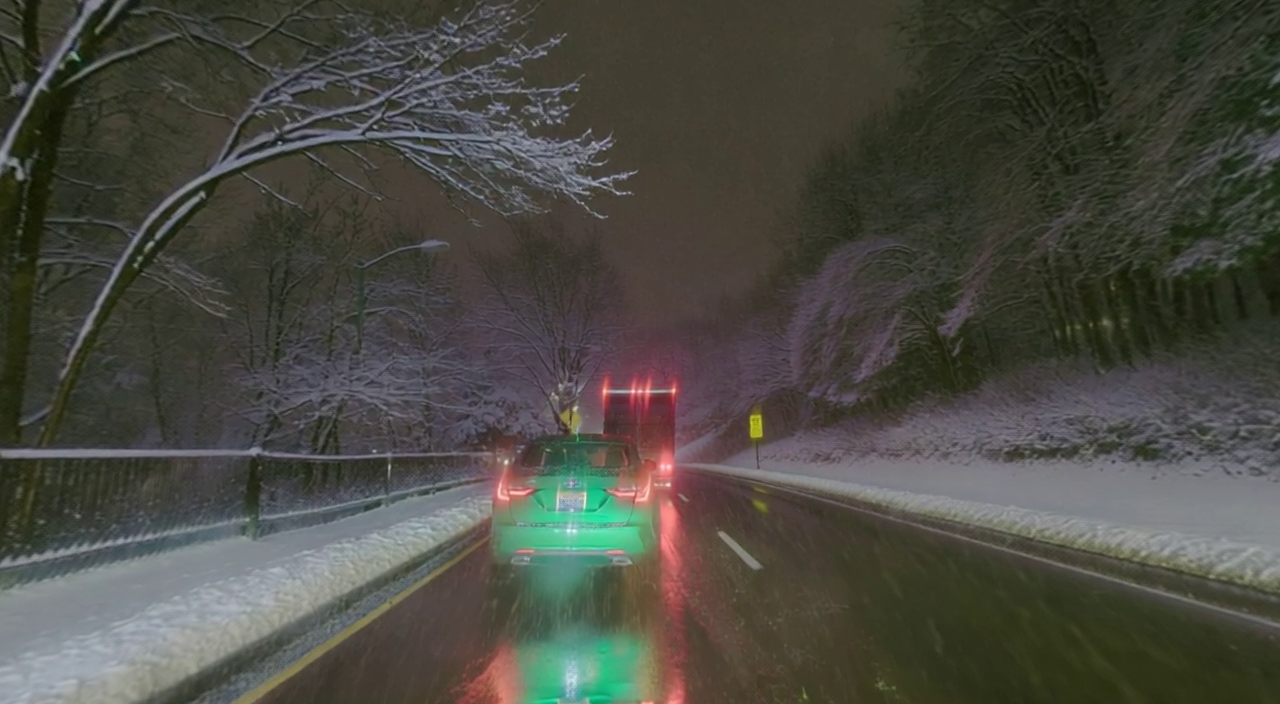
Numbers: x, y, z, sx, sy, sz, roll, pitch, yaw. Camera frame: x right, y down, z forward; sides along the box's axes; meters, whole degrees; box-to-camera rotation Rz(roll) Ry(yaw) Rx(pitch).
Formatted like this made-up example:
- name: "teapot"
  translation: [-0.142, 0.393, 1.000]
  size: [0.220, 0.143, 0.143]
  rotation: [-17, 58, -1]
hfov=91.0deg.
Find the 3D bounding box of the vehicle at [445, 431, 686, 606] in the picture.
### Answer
- name: "vehicle"
  translation: [-0.632, 1.752, 7.551]
  size: [2.076, 1.490, 4.078]
  rotation: [0, -9, 0]
